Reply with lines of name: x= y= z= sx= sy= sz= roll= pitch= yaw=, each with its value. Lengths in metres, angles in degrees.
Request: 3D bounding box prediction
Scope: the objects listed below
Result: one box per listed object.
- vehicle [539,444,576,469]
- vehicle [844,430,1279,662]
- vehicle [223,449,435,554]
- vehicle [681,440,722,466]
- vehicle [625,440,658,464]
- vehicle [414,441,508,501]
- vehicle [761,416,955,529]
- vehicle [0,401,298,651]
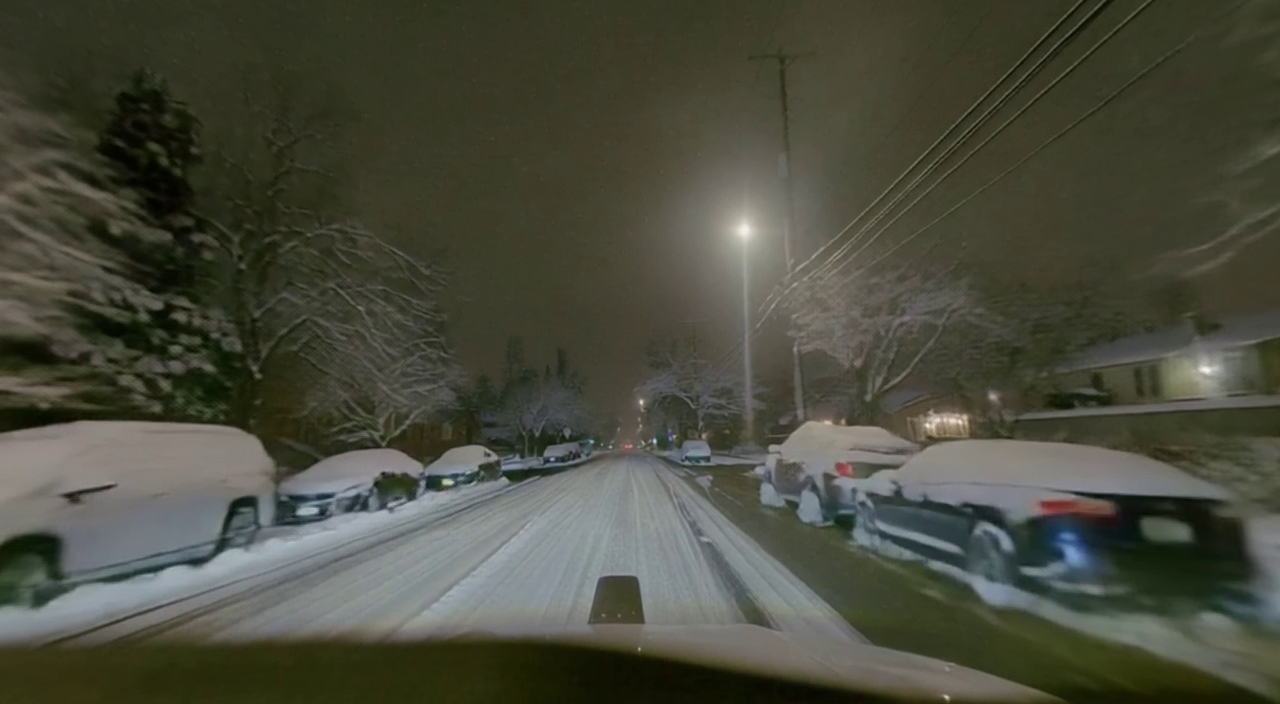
vehicle: x=-6.050 y=7.685 z=46.890 sx=2.094 sy=1.433 sz=5.740 roll=-4 pitch=-7 yaw=-2
vehicle: x=3.699 y=1.545 z=6.302 sx=1.789 sy=1.435 sz=4.499 roll=0 pitch=-8 yaw=0
vehicle: x=-6.031 y=2.895 z=13.106 sx=1.930 sy=1.456 sz=4.965 roll=-3 pitch=-7 yaw=0
vehicle: x=3.961 y=6.586 z=41.379 sx=2.144 sy=1.572 sz=5.026 roll=0 pitch=-8 yaw=0
vehicle: x=0.067 y=6.681 z=42.429 sx=2.062 sy=1.509 sz=4.305 roll=0 pitch=-8 yaw=-1
vehicle: x=-6.034 y=3.999 z=21.898 sx=1.769 sy=1.572 sz=4.990 roll=-4 pitch=-6 yaw=0
vehicle: x=3.804 y=2.193 z=12.040 sx=2.108 sy=1.719 sz=4.339 roll=0 pitch=-8 yaw=0
vehicle: x=-5.840 y=1.563 z=6.436 sx=2.115 sy=1.820 sz=5.002 roll=-3 pitch=-7 yaw=-2
